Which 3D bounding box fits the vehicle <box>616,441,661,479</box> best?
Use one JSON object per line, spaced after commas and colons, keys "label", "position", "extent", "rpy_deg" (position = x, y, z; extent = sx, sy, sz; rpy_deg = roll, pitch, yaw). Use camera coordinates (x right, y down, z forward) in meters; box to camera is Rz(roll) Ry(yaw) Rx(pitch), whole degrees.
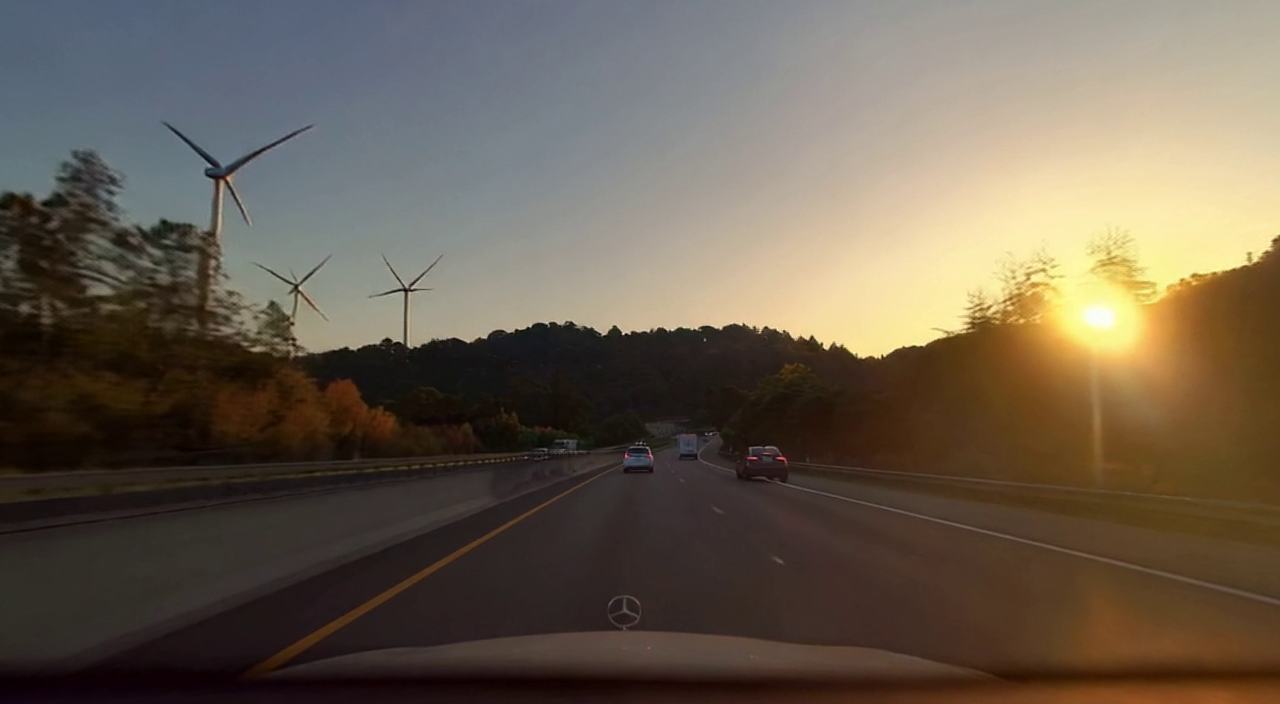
{"label": "vehicle", "position": [-0.045, 5.272, 31.005], "extent": [2.038, 1.723, 4.150], "rpy_deg": [0, -9, 1]}

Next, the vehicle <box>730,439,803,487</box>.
{"label": "vehicle", "position": [4.944, 4.389, 25.265], "extent": [2.040, 1.721, 4.507], "rpy_deg": [0, -9, 1]}
